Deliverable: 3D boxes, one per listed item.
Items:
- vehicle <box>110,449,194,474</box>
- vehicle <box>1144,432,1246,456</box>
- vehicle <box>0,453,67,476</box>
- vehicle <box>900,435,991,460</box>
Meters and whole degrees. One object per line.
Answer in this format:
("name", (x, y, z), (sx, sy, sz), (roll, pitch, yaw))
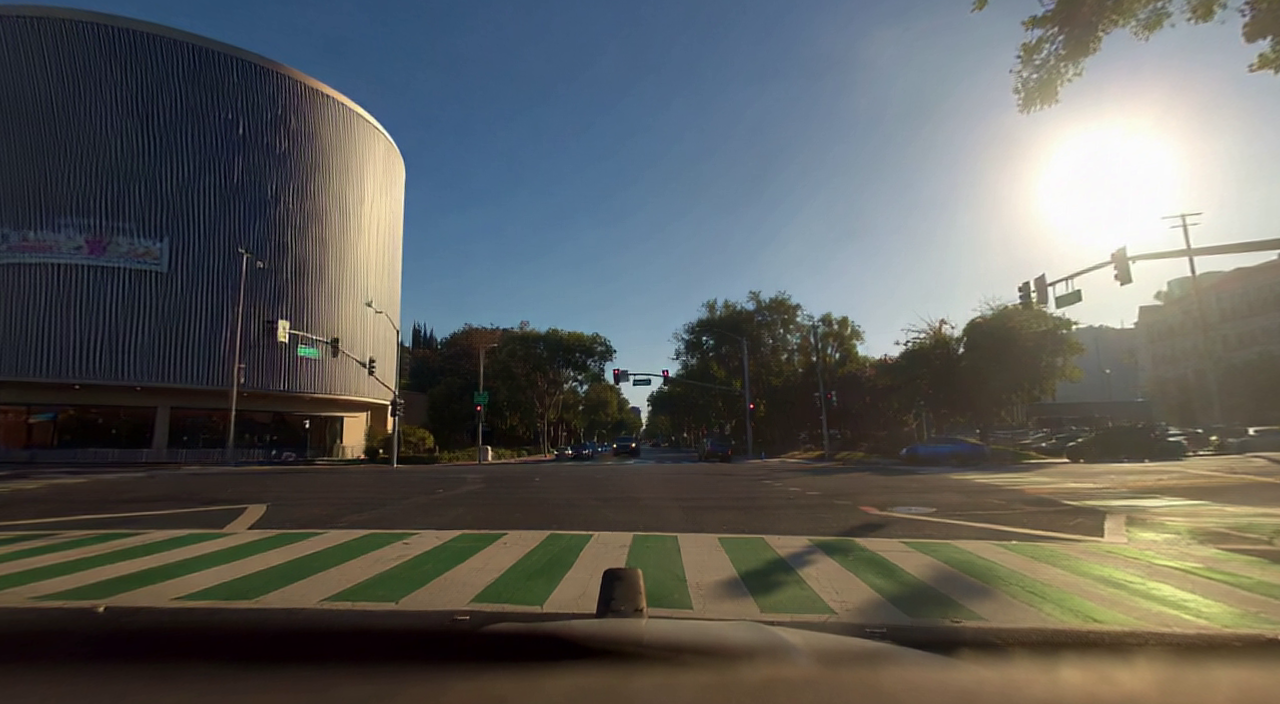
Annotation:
("vehicle", (-33.066, 7.405, 42.758), (4.136, 1.661, 1.857), (0, -8, 1))
("vehicle", (36.170, 6.018, 41.185), (4.767, 1.456, 1.858), (-1, -8, 3))
("vehicle", (-41.654, 7.636, 42.770), (3.698, 1.467, 1.779), (0, -8, 1))
("vehicle", (18.592, 5.868, 38.552), (4.529, 1.457, 1.981), (-1, -8, 5))
